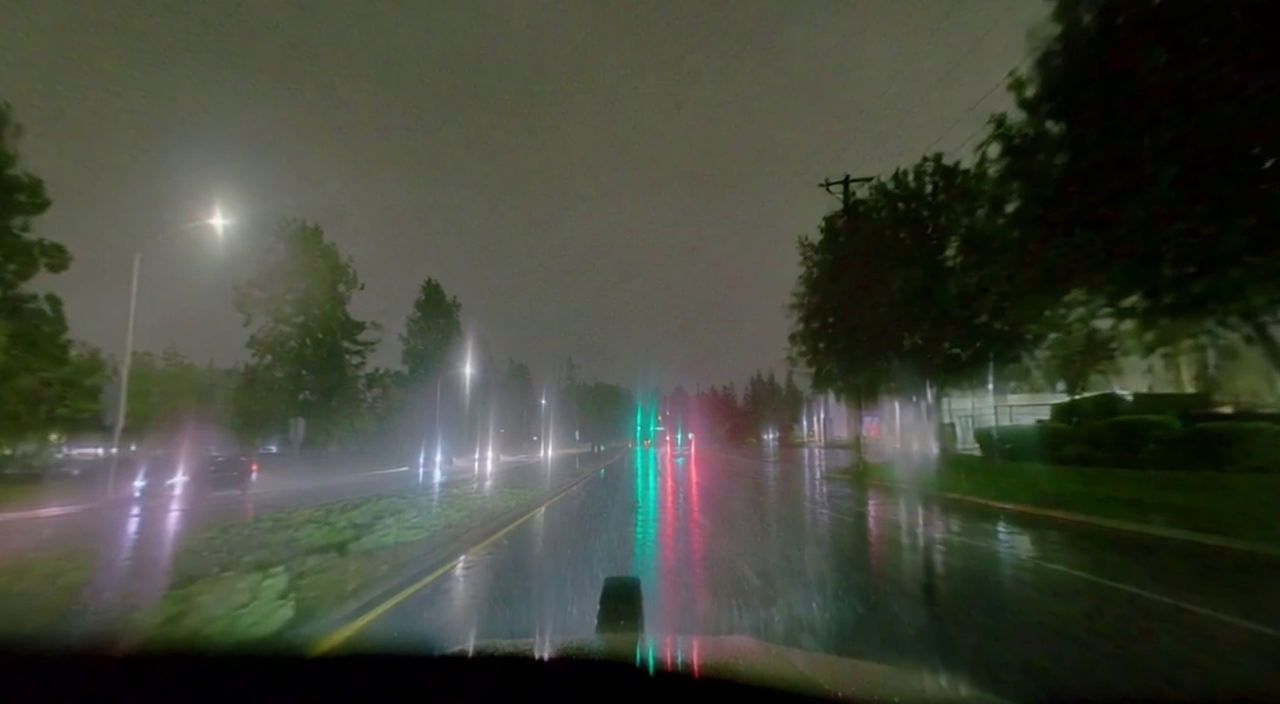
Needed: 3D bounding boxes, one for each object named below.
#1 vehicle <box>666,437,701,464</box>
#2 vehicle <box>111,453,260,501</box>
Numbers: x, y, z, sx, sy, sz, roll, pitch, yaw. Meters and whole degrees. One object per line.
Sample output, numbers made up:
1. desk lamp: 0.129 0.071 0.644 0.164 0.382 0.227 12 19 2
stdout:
1. vehicle: 3.085 7.147 46.135 2.085 1.828 5.383 0 -8 -1
2. vehicle: -17.018 4.666 24.037 1.973 1.536 4.871 0 -8 1
